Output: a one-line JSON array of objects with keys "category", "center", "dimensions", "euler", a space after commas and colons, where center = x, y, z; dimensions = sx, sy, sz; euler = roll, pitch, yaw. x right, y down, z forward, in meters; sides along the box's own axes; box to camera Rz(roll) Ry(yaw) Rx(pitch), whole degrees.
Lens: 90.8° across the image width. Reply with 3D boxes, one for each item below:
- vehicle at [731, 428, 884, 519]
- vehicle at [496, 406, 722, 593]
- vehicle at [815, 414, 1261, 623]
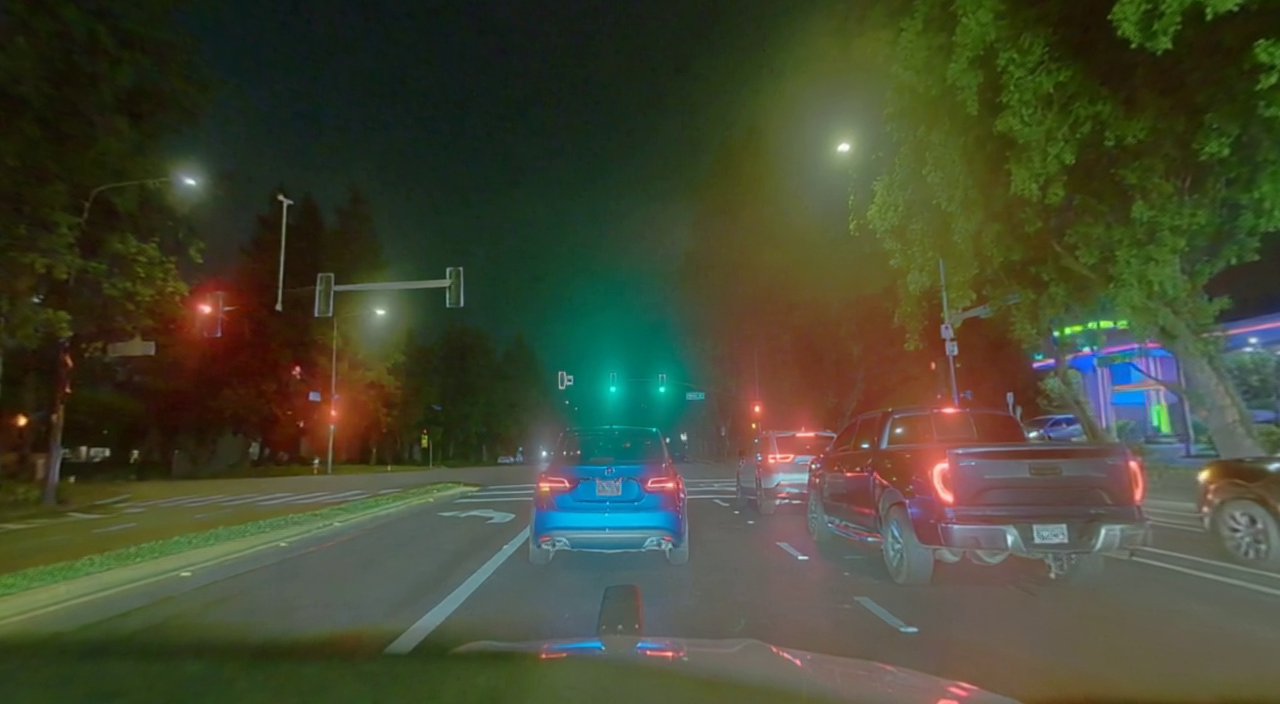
[{"category": "vehicle", "center": [3.376, 2.533, 13.692], "dimensions": [2.031, 1.626, 4.264], "euler": [0, -9, -1]}, {"category": "vehicle", "center": [-0.278, 1.615, 7.637], "dimensions": [2.037, 1.674, 3.693], "euler": [0, -9, 0]}, {"category": "vehicle", "center": [3.639, 1.592, 7.096], "dimensions": [1.955, 1.550, 4.587], "euler": [0, -9, -1]}]
